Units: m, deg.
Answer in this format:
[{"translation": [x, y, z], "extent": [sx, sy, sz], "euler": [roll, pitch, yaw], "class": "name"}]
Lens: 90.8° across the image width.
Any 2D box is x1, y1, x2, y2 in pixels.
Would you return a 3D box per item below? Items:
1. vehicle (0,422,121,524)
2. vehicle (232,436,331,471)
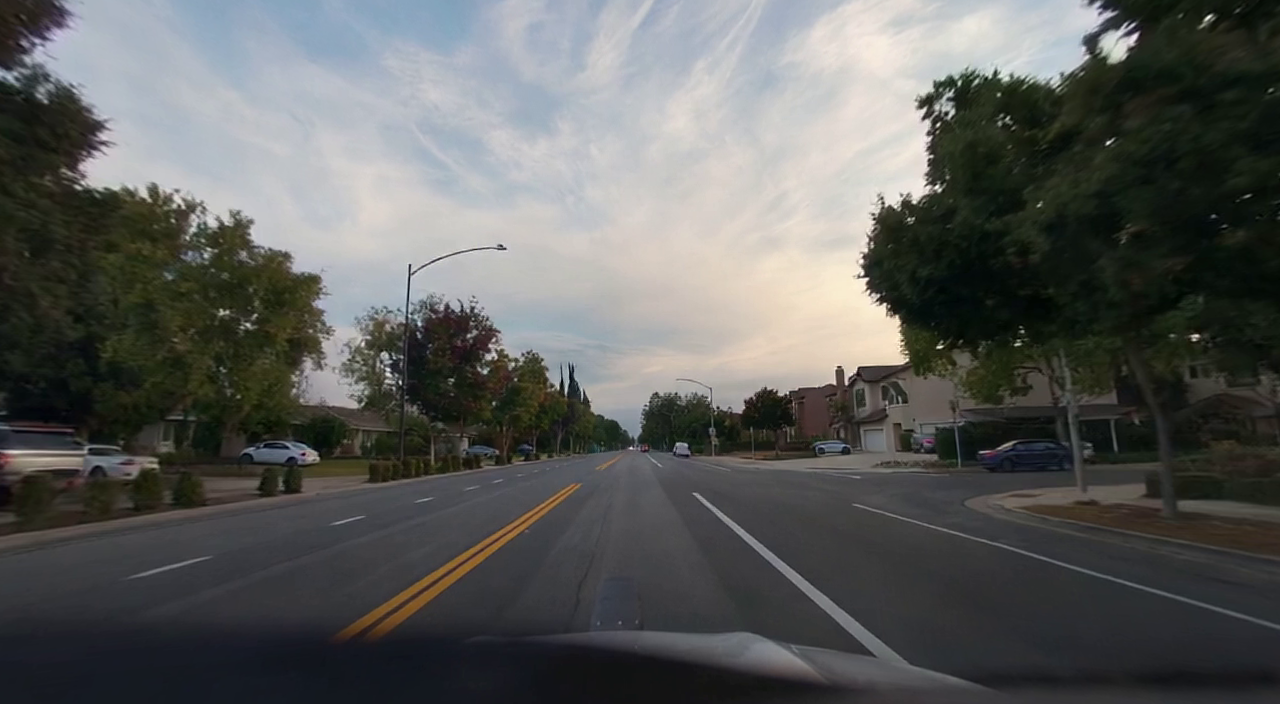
[{"translation": [-16.418, 2.797, 14.915], "extent": [5.922, 2.148, 2.754], "euler": [-1, -8, 3], "class": "vehicle"}, {"translation": [-22.244, 6.312, 39.377], "extent": [4.722, 1.983, 2.346], "euler": [-1, -8, -2], "class": "vehicle"}]
